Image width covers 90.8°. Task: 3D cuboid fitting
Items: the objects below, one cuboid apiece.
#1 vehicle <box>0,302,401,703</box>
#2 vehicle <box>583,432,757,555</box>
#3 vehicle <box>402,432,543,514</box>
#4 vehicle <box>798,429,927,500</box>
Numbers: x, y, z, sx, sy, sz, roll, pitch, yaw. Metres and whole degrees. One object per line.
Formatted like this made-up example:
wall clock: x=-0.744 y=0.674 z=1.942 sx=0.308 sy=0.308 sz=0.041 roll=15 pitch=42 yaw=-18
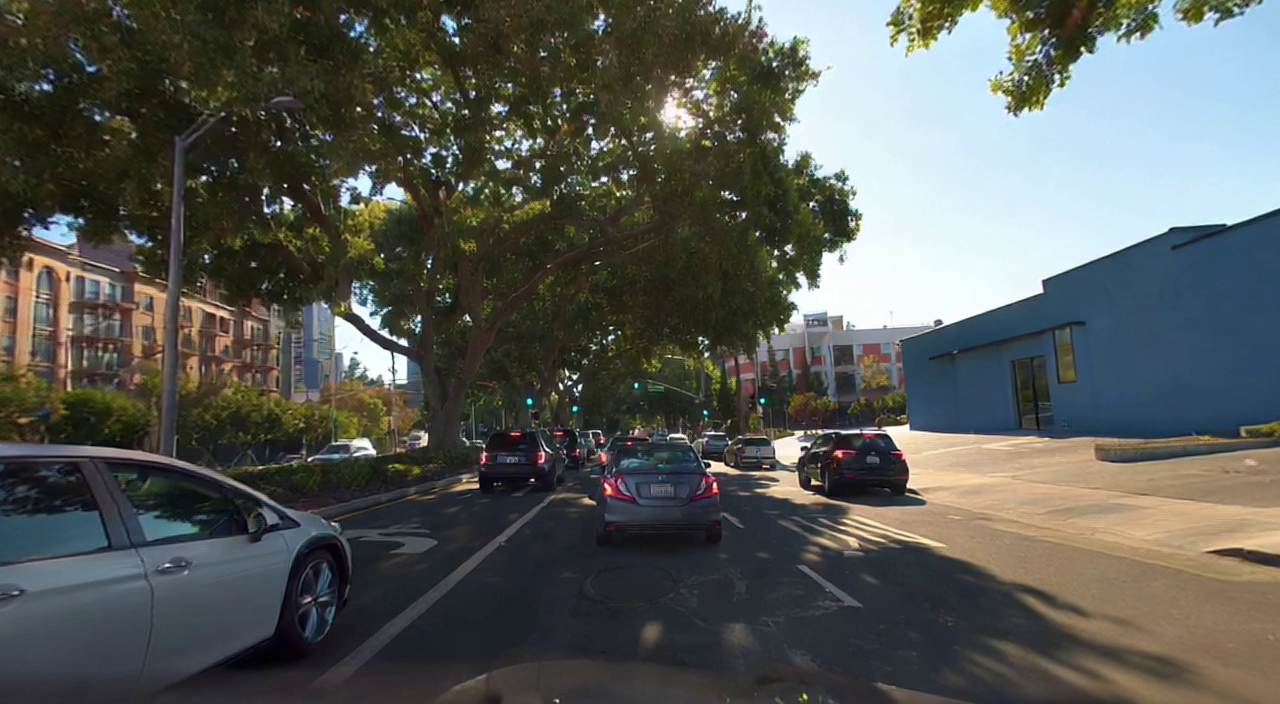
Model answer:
vehicle: x=-3.269 y=0.932 z=3.398 sx=2.152 sy=1.802 sz=4.628 roll=0 pitch=-9 yaw=0
vehicle: x=0.270 y=1.991 z=9.574 sx=2.095 sy=1.438 sz=3.843 roll=0 pitch=-9 yaw=-3
vehicle: x=-3.508 y=2.616 z=14.204 sx=1.901 sy=1.522 sz=4.556 roll=0 pitch=-9 yaw=0
vehicle: x=6.335 y=3.251 z=18.661 sx=2.025 sy=1.808 sz=4.579 roll=0 pitch=-9 yaw=-2
